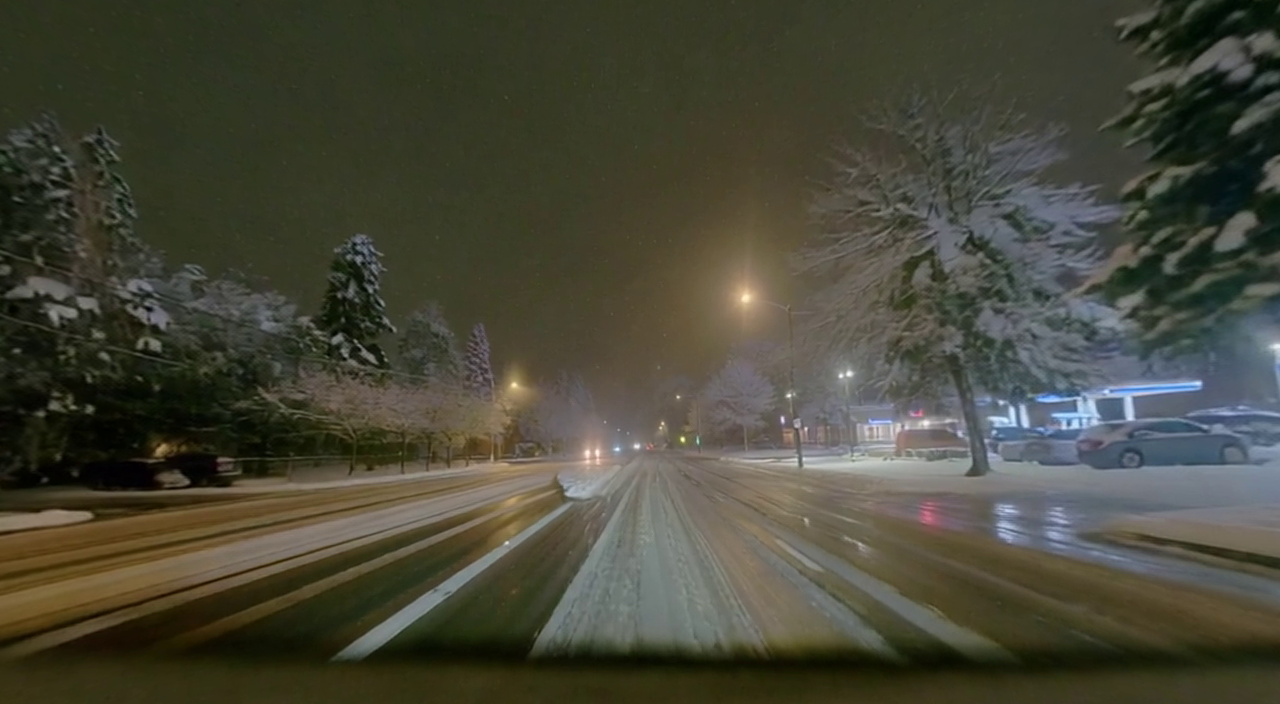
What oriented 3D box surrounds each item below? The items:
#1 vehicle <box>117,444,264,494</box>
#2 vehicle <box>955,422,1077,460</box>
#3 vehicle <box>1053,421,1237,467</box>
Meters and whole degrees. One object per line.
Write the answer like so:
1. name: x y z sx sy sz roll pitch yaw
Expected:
1. vehicle: -19.822 5.153 28.338 2.280 1.968 5.805 0 -8 0
2. vehicle: 17.613 4.176 29.749 4.426 1.700 2.077 0 -8 -4
3. vehicle: 17.241 3.174 21.778 4.545 1.443 1.976 -1 -8 2
